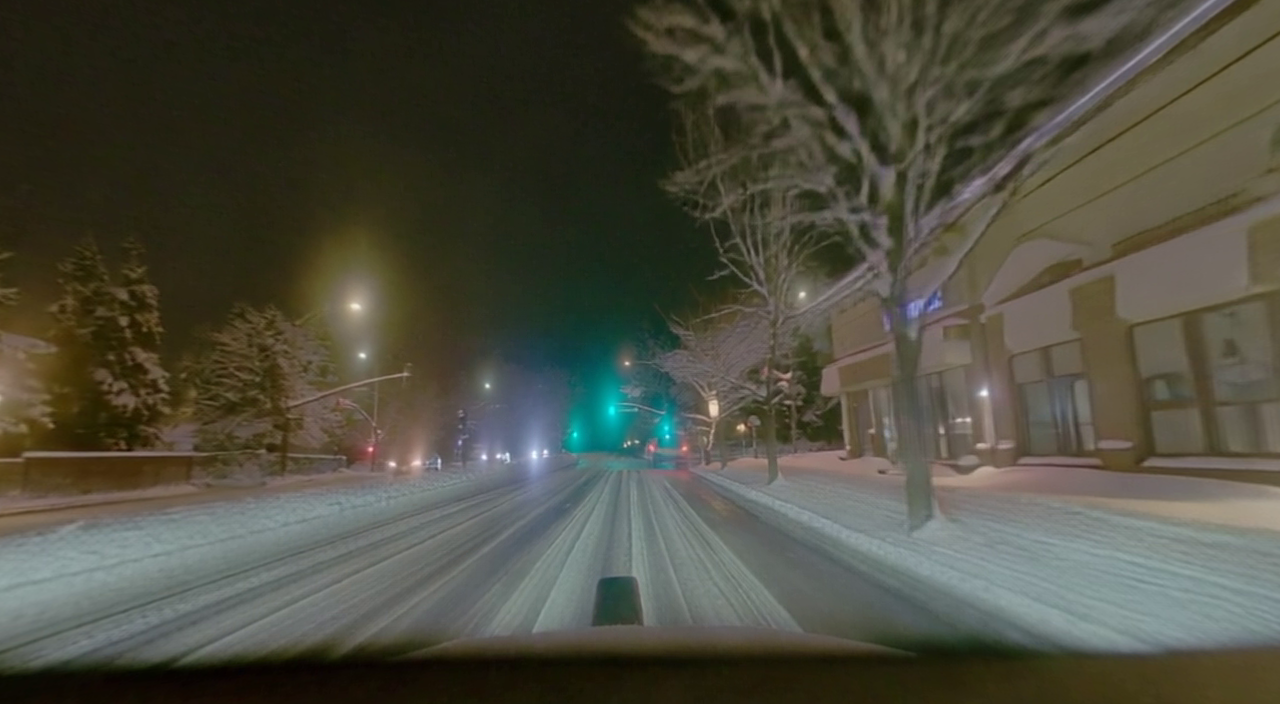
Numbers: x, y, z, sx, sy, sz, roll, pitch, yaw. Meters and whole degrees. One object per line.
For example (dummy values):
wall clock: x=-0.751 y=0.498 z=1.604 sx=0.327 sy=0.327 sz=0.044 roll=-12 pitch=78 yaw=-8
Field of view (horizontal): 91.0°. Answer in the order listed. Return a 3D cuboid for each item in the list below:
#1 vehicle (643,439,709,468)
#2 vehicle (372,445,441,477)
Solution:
vehicle: x=2.227 y=6.117 z=38.123 sx=2.191 sy=1.607 sz=4.361 roll=-5 pitch=-10 yaw=31
vehicle: x=-13.003 y=6.063 z=35.362 sx=2.145 sy=1.660 sz=4.423 roll=0 pitch=-9 yaw=0
